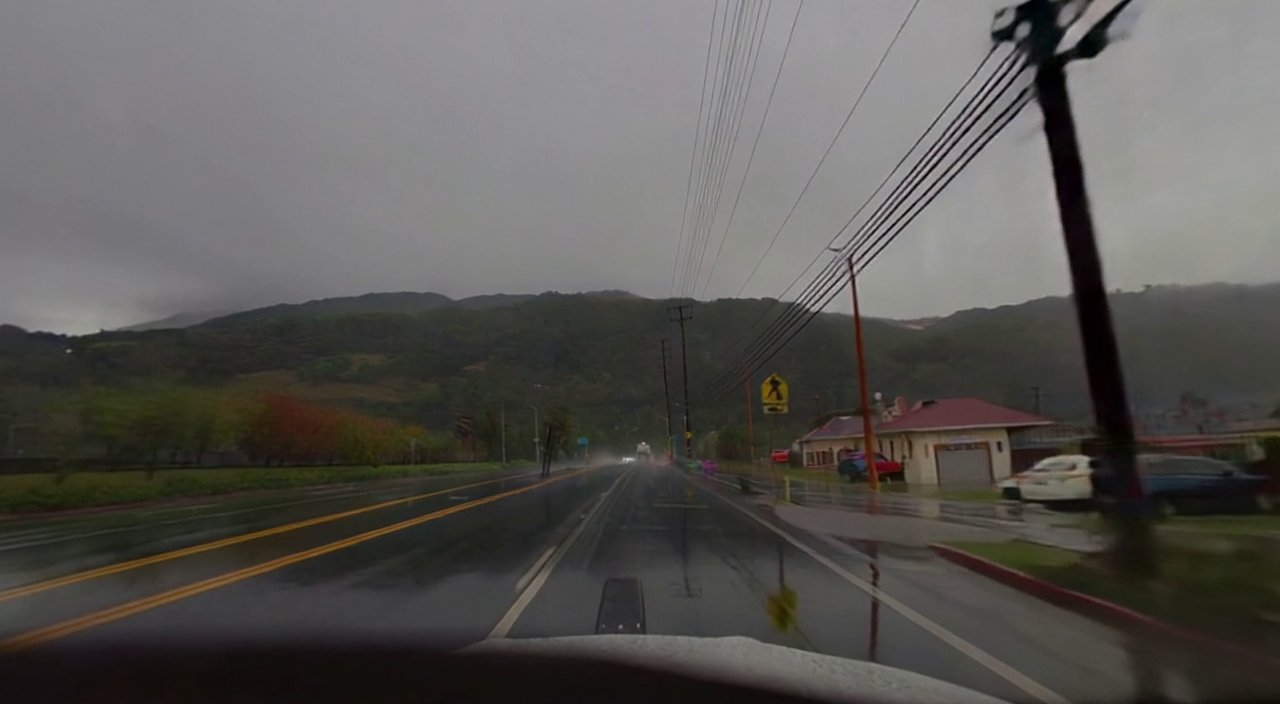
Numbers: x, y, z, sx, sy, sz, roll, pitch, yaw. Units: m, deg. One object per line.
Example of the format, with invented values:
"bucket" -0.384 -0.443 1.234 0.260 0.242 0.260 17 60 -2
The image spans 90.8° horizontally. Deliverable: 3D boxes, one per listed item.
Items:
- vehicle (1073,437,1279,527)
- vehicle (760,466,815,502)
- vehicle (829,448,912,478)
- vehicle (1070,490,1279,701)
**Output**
"vehicle" 14.914 3.393 16.772 4.982 1.869 2.265 -4 -11 0
"vehicle" 6.874 6.197 29.855 1.781 1.432 4.169 -1 -9 2
"vehicle" 15.500 7.465 42.694 4.798 1.934 1.908 0 -9 1
"vehicle" 6.060 2.083 5.444 1.926 1.497 3.988 0 -9 1
